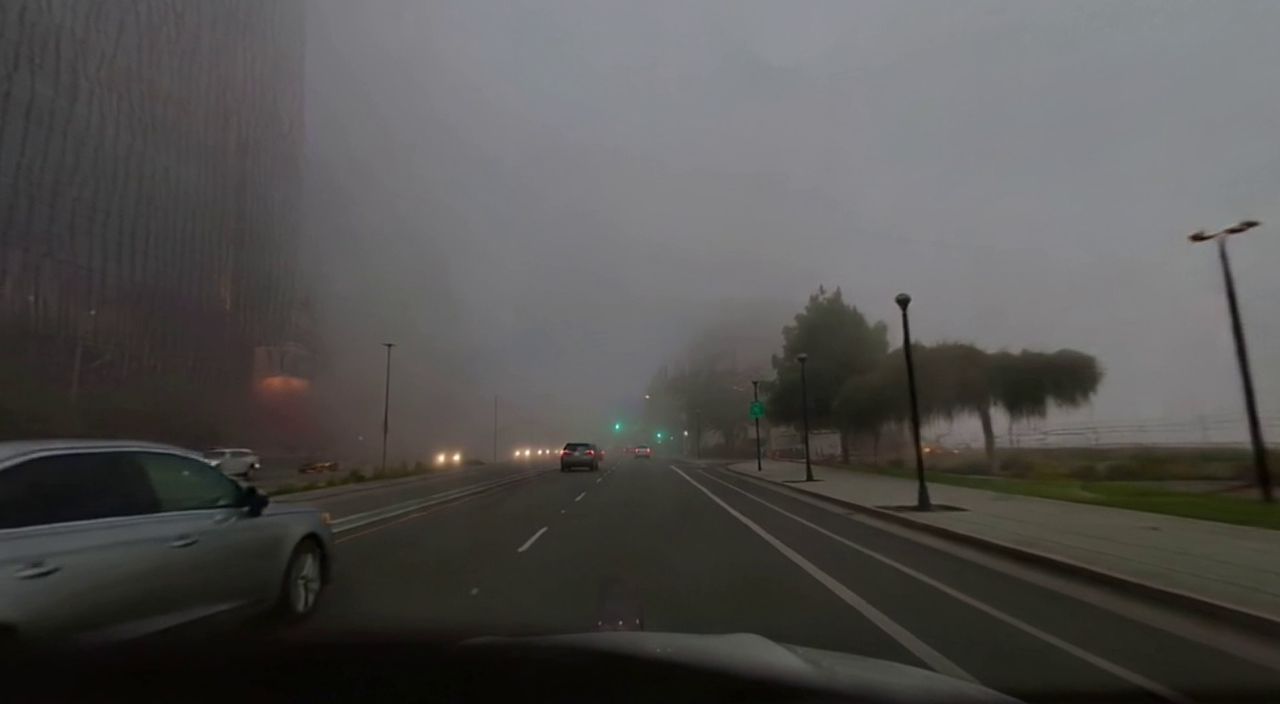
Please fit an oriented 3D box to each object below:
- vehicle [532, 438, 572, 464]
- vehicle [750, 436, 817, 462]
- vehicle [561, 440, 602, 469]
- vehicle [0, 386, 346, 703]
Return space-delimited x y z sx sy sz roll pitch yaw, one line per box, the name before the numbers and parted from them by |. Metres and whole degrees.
vehicle | -6.442 7.278 46.728 2.224 1.821 4.711 0 -8 1
vehicle | 10.692 7.221 47.213 4.430 1.683 1.966 -3 -7 0
vehicle | -3.236 5.757 35.630 1.983 1.545 3.773 0 -8 0
vehicle | -3.345 0.958 2.822 2.040 1.497 4.193 0 -8 0
